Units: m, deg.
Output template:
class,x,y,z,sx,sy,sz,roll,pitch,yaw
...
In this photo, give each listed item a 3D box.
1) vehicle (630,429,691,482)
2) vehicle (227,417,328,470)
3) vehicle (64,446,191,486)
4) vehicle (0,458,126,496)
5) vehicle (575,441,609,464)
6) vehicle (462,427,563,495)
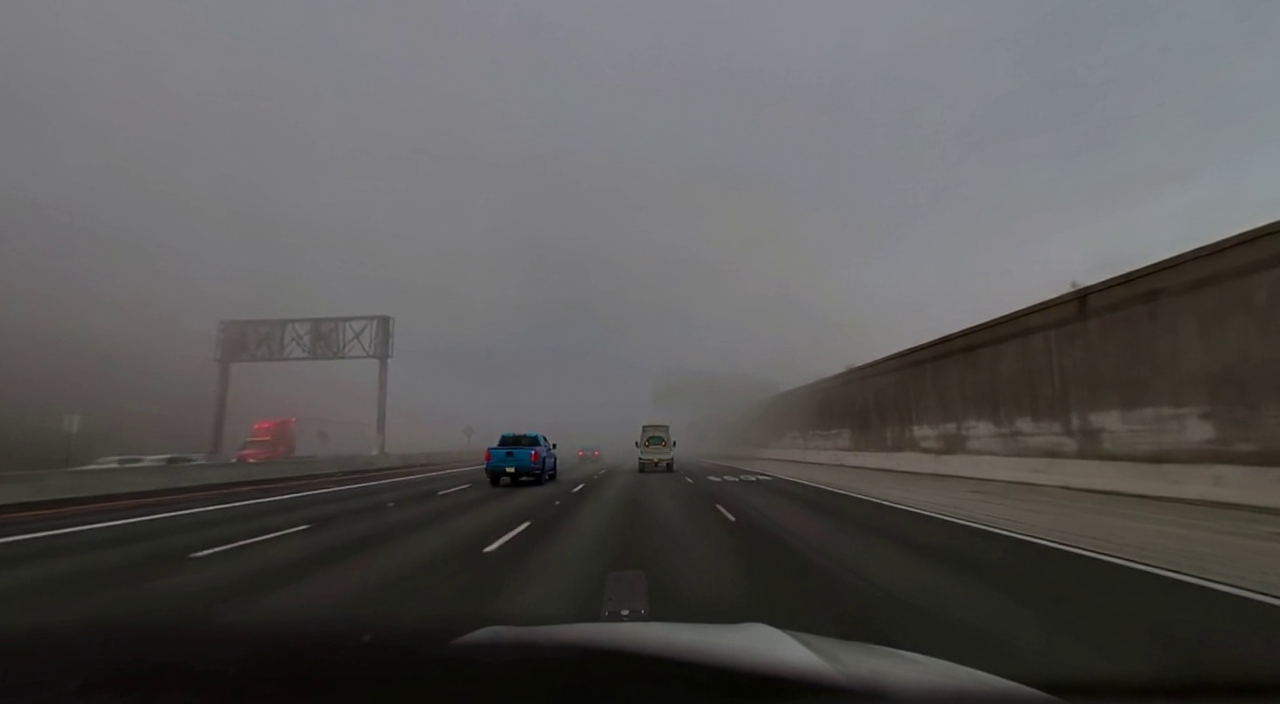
class,x,y,z,sx,sy,sz,roll,pitch,yaw
vehicle,0.748,3.930,24.166,2.083,1.792,4.782,0,-9,1
vehicle,-28.180,7.224,49.632,3.011,3.821,8.088,0,-8,0
vehicle,-21.320,4.725,26.490,1.848,1.483,4.149,0,-9,0
vehicle,-24.538,5.271,26.896,1.840,1.373,3.920,0,-9,2
vehicle,-3.388,7.180,45.212,1.961,1.591,4.756,0,-9,1
vehicle,-3.691,3.273,19.320,1.954,1.792,5.187,0,-9,1
